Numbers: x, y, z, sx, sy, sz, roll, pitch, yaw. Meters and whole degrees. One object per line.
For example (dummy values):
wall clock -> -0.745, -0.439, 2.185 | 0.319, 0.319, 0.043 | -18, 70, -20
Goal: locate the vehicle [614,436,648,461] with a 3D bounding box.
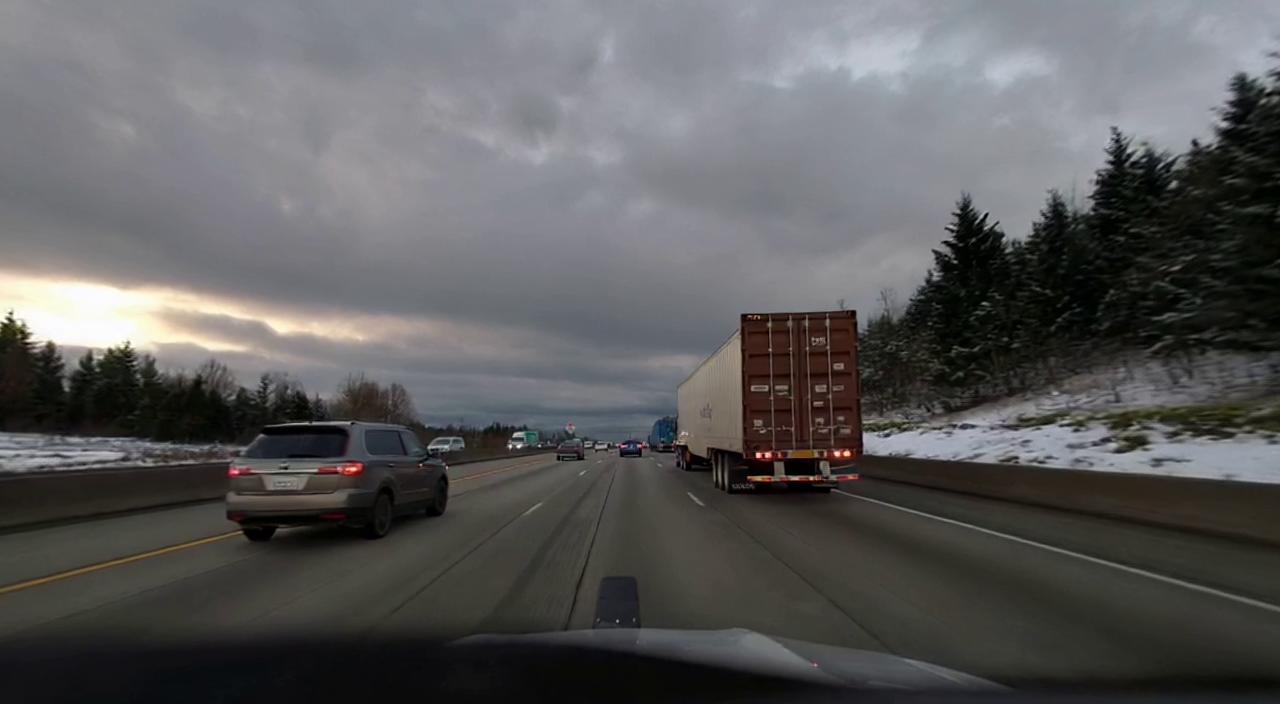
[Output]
vehicle -> -0.590, 6.290, 41.216 | 2.088, 1.567, 4.240 | 0, -8, -1

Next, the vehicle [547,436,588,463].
vehicle -> -4.379, 5.959, 38.669 | 2.021, 1.514, 4.190 | 0, -8, 0

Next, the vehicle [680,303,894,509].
vehicle -> 3.332, 1.996, 19.615 | 2.959, 4.058, 14.485 | 0, -8, -1

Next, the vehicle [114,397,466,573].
vehicle -> -3.967, 1.571, 8.283 | 2.054, 1.671, 4.445 | 0, -8, 0
